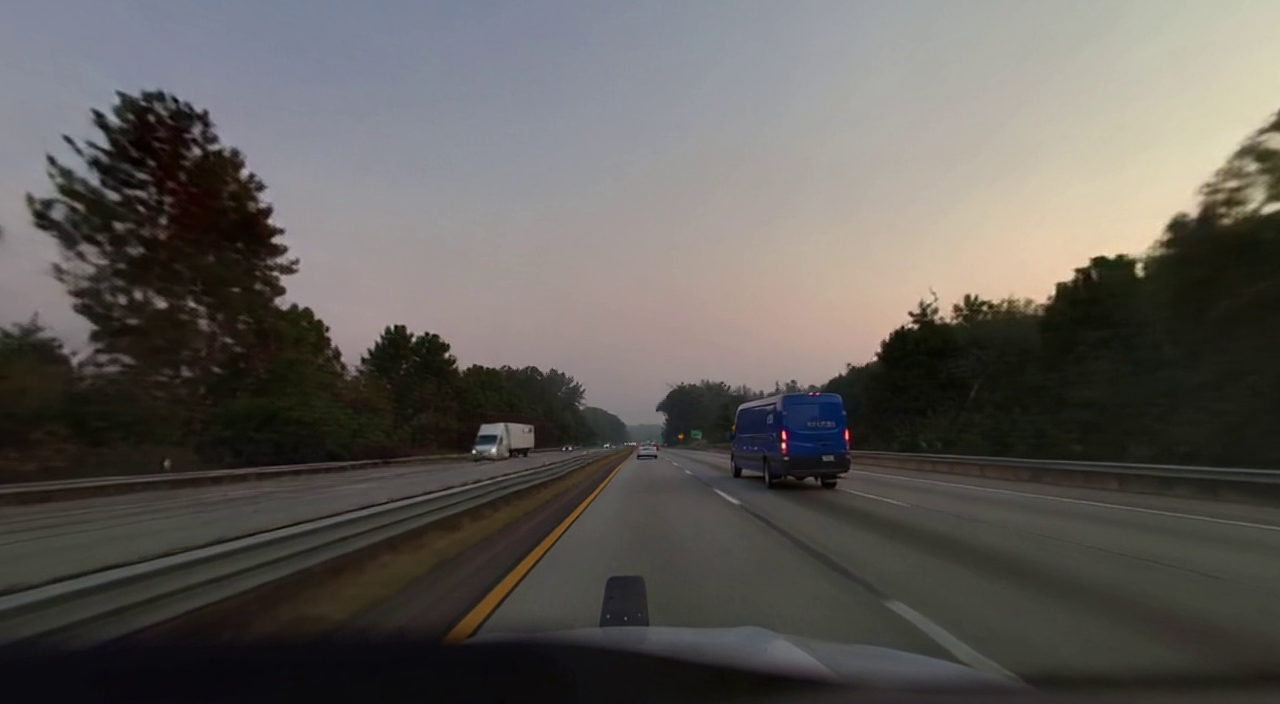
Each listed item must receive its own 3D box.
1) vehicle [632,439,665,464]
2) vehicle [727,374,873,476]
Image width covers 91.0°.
[{"bbox_3d":[0.619,6.780,42.848,2.121,1.590,4.434,0,-8,1],"label":"vehicle"},{"bbox_3d":[7.722,4.214,34.316,3.479,4.156,17.231,0,-8,0],"label":"vehicle"}]
